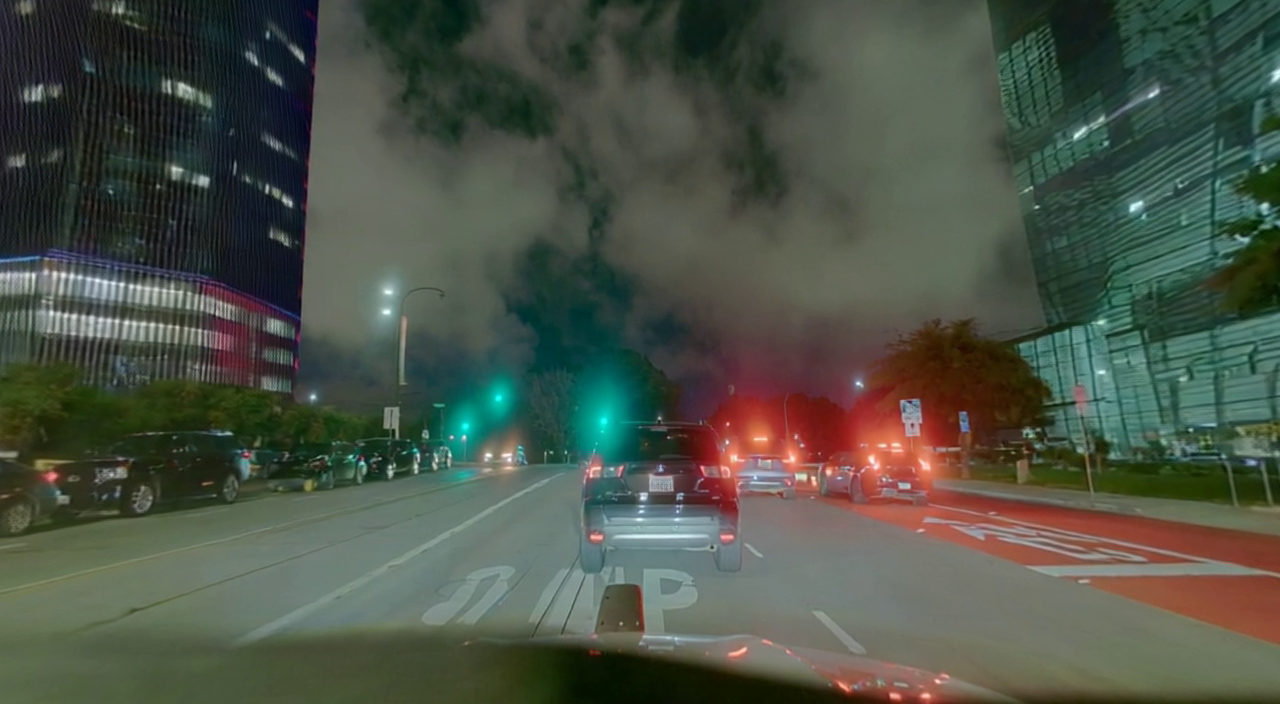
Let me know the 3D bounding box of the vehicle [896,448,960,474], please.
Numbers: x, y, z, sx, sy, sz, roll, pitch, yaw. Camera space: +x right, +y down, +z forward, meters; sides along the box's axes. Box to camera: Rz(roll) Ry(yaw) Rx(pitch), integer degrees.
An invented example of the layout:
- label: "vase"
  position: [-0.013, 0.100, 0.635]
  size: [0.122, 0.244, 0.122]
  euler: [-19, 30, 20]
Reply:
- label: "vehicle"
  position: [22.766, 8.595, 49.979]
  size: [4.211, 1.820, 2.094]
  euler: [-4, -10, 33]

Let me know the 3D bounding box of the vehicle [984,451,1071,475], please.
- label: "vehicle"
  position: [28.320, 8.065, 46.220]
  size: [5.153, 1.626, 1.895]
  euler: [-6, -11, 36]

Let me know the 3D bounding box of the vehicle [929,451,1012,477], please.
- label: "vehicle"
  position: [23.683, 7.995, 45.330]
  size: [4.956, 1.706, 1.822]
  euler: [-6, -10, 34]

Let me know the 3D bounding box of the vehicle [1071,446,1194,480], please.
- label: "vehicle"
  position: [31.197, 7.020, 40.274]
  size: [5.890, 1.996, 2.155]
  euler: [-6, -10, 35]

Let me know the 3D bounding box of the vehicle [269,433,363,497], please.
- label: "vehicle"
  position: [-10.942, 3.809, 21.620]
  size: [1.559, 1.973, 3.419]
  euler: [0, -8, -4]

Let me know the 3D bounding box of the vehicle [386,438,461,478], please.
- label: "vehicle"
  position: [-11.640, 5.724, 34.517]
  size: [2.338, 1.963, 5.740]
  euler: [0, -8, -3]

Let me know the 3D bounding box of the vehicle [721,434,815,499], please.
- label: "vehicle"
  position: [3.876, 3.546, 20.021]
  size: [2.143, 1.793, 4.763]
  euler: [0, -8, 3]

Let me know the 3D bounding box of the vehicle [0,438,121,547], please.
- label: "vehicle"
  position: [-9.967, 1.972, 8.853]
  size: [1.844, 1.524, 4.371]
  euler: [0, -8, -4]

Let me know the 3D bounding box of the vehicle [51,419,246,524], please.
- label: "vehicle"
  position: [-10.319, 2.487, 13.635]
  size: [1.543, 1.946, 3.454]
  euler: [1, -8, -5]

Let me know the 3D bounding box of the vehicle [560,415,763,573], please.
- label: "vehicle"
  position: [0.280, 1.850, 9.003]
  size: [2.192, 1.695, 4.142]
  euler: [0, -8, 1]
